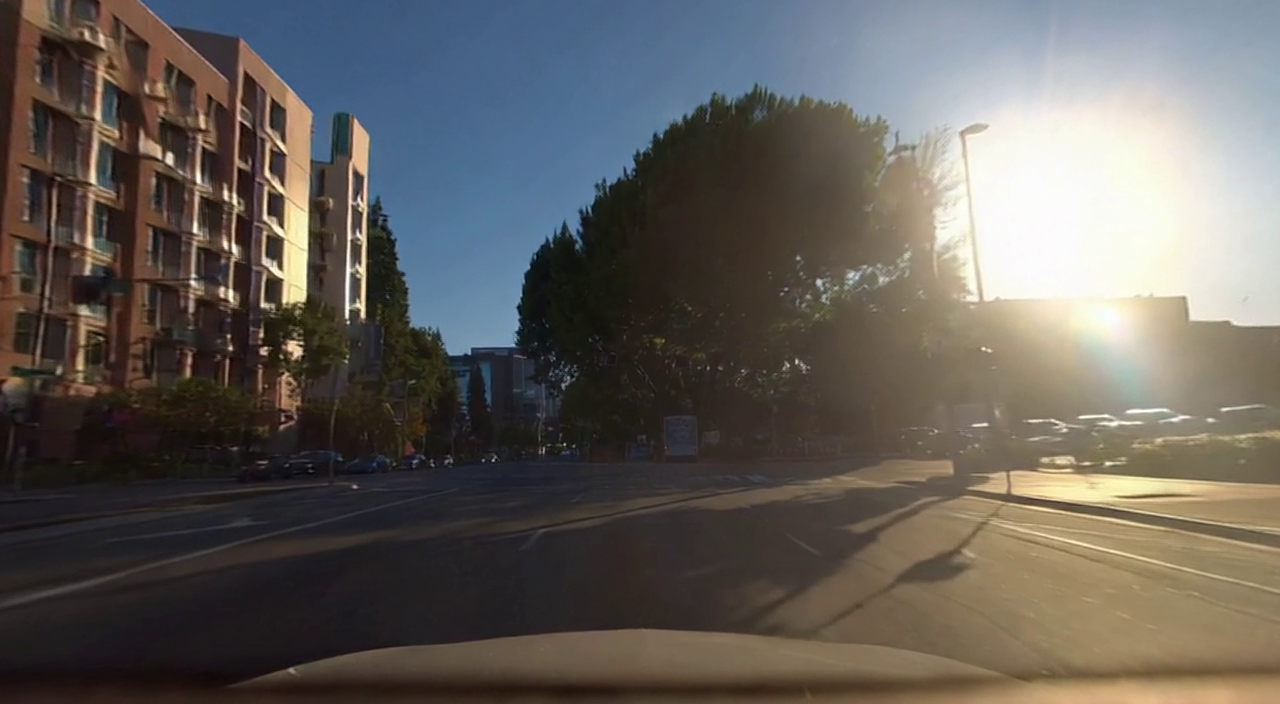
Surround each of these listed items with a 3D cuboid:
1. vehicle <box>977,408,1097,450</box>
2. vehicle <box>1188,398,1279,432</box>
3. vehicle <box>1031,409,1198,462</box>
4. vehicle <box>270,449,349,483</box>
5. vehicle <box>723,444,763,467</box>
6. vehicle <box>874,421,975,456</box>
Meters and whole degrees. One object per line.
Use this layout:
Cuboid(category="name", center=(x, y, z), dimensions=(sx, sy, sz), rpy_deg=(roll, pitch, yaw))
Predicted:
Cuboid(category="vehicle", center=(20.853, 4.118, 33.314), dimensions=(4.692, 1.610, 2.174), rpy_deg=(-5, -15, 4))
Cuboid(category="vehicle", center=(31.334, 3.229, 32.393), dimensions=(4.318, 1.476, 1.940), rpy_deg=(-5, -8, 7))
Cuboid(category="vehicle", center=(17.291, 3.047, 23.205), dimensions=(4.329, 1.502, 2.122), rpy_deg=(-4, -4, 6))
Cuboid(category="vehicle", center=(-18.997, 6.513, 36.515), dimensions=(2.027, 1.678, 4.654), rpy_deg=(-3, -8, 1))
Cuboid(category="vehicle", center=(7.079, 7.167, 43.849), dimensions=(1.919, 1.449, 4.561), rpy_deg=(0, -8, -2))
Cuboid(category="vehicle", center=(15.236, 4.693, 33.973), dimensions=(4.432, 1.523, 1.908), rpy_deg=(-4, -11, 5))
